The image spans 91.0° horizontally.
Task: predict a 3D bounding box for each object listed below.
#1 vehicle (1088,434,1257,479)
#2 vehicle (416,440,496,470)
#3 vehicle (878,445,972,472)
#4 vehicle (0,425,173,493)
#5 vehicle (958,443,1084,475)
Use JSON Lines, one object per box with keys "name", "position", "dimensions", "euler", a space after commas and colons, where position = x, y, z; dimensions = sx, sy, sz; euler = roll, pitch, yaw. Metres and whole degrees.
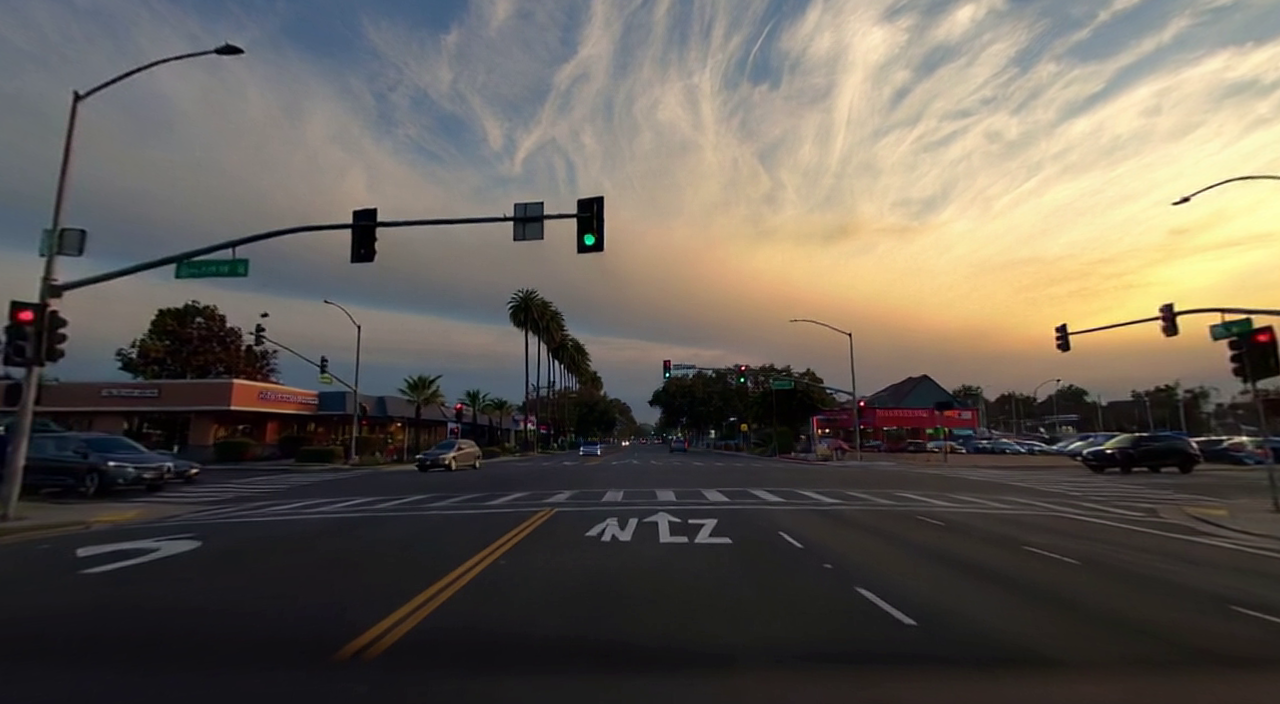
{"name": "vehicle", "position": [23.369, 4.580, 27.762], "dimensions": [5.509, 1.873, 2.123], "euler": [0, -9, -1]}
{"name": "vehicle", "position": [-11.340, 6.380, 39.132], "dimensions": [2.045, 1.699, 4.563], "euler": [-5, -10, 31]}
{"name": "vehicle", "position": [16.150, 6.039, 35.828], "dimensions": [4.451, 1.494, 1.857], "euler": [-1, -9, 7]}
{"name": "vehicle", "position": [-18.507, 3.427, 20.327], "dimensions": [4.901, 2.064, 2.296], "euler": [0, -8, 0]}
{"name": "vehicle", "position": [18.886, 5.312, 31.372], "dimensions": [4.977, 1.508, 1.948], "euler": [0, -9, 0]}
